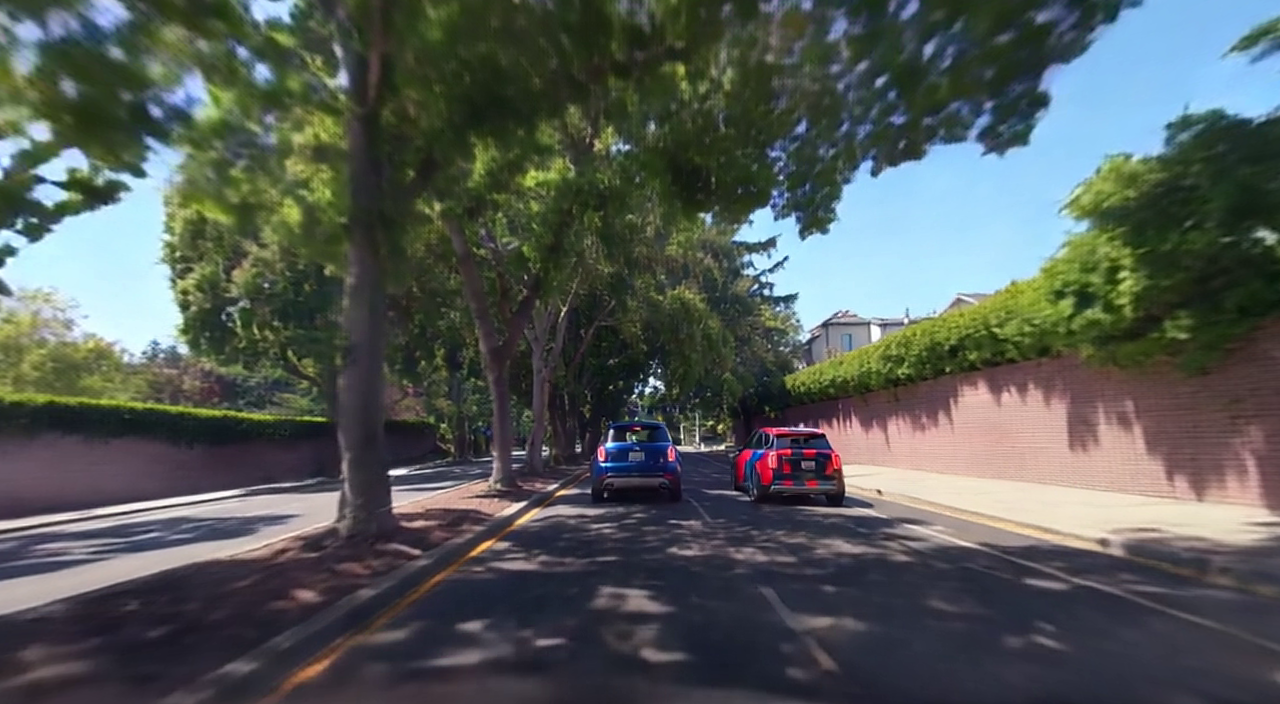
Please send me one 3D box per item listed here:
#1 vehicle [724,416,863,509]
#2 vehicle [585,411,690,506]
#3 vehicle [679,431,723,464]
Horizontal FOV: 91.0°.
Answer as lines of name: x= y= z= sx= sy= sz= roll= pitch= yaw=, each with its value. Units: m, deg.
vehicle: x=3.120 y=2.347 z=13.750 sx=1.840 sy=1.709 sz=4.202 roll=0 pitch=-8 yaw=-2
vehicle: x=-0.091 y=2.248 z=13.532 sx=1.984 sy=1.777 sz=3.148 roll=0 pitch=-8 yaw=-2
vehicle: x=3.136 y=5.016 z=33.049 sx=1.863 sy=1.610 sz=3.726 roll=0 pitch=-8 yaw=-1
